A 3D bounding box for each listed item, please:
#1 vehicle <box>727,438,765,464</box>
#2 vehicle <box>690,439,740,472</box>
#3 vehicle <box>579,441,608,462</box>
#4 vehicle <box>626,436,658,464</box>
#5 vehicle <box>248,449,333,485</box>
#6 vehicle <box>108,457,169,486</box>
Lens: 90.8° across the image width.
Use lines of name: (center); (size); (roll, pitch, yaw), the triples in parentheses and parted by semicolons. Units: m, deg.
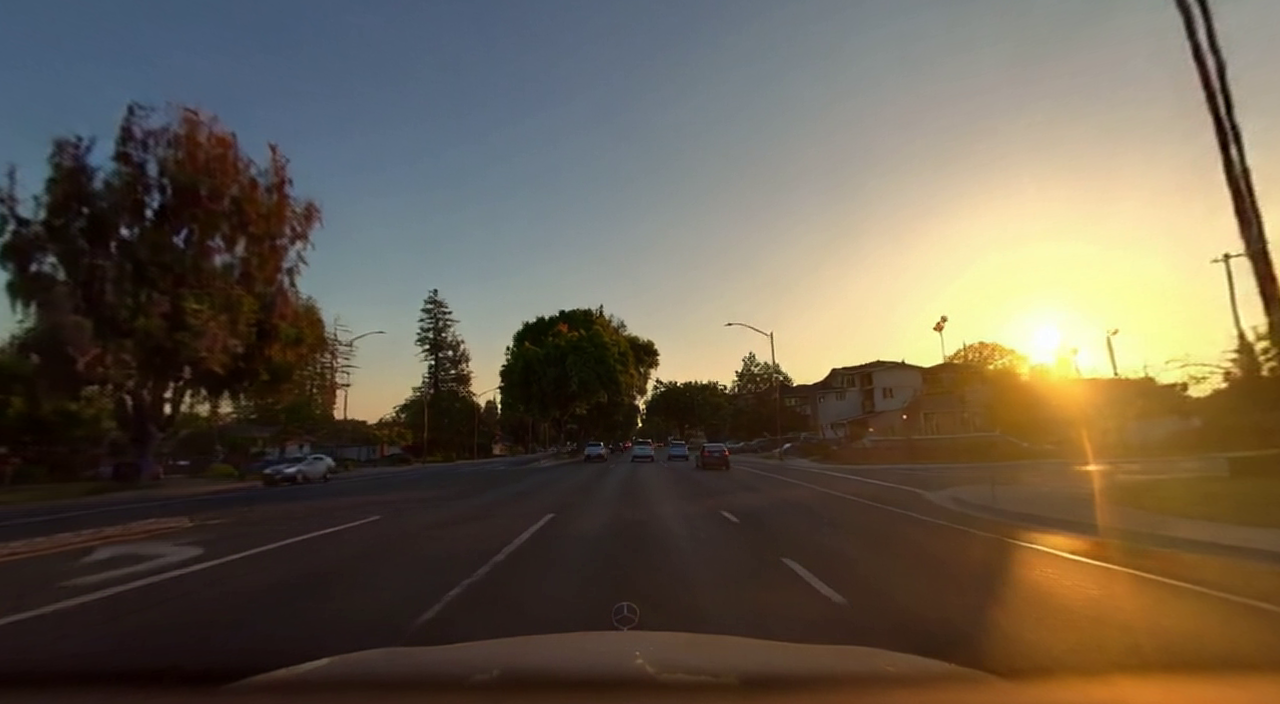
vehicle: (7.670, 7.211, 46.154); (1.933, 1.759, 3.900); (0, -8, -2)
vehicle: (3.535, 4.942, 30.457); (1.830, 1.451, 4.009); (0, -8, -1)
vehicle: (-3.602, 7.785, 49.764); (2.000, 1.569, 3.794); (0, -8, 0)
vehicle: (0.141, 6.635, 42.877); (2.043, 1.734, 4.253); (0, -8, 0)
vehicle: (-17.894, 5.881, 32.585); (1.929, 1.691, 4.267); (0, -8, 0)
vehicle: (-29.127, 6.864, 36.607); (4.771, 1.479, 1.888); (-8, -11, 42)
